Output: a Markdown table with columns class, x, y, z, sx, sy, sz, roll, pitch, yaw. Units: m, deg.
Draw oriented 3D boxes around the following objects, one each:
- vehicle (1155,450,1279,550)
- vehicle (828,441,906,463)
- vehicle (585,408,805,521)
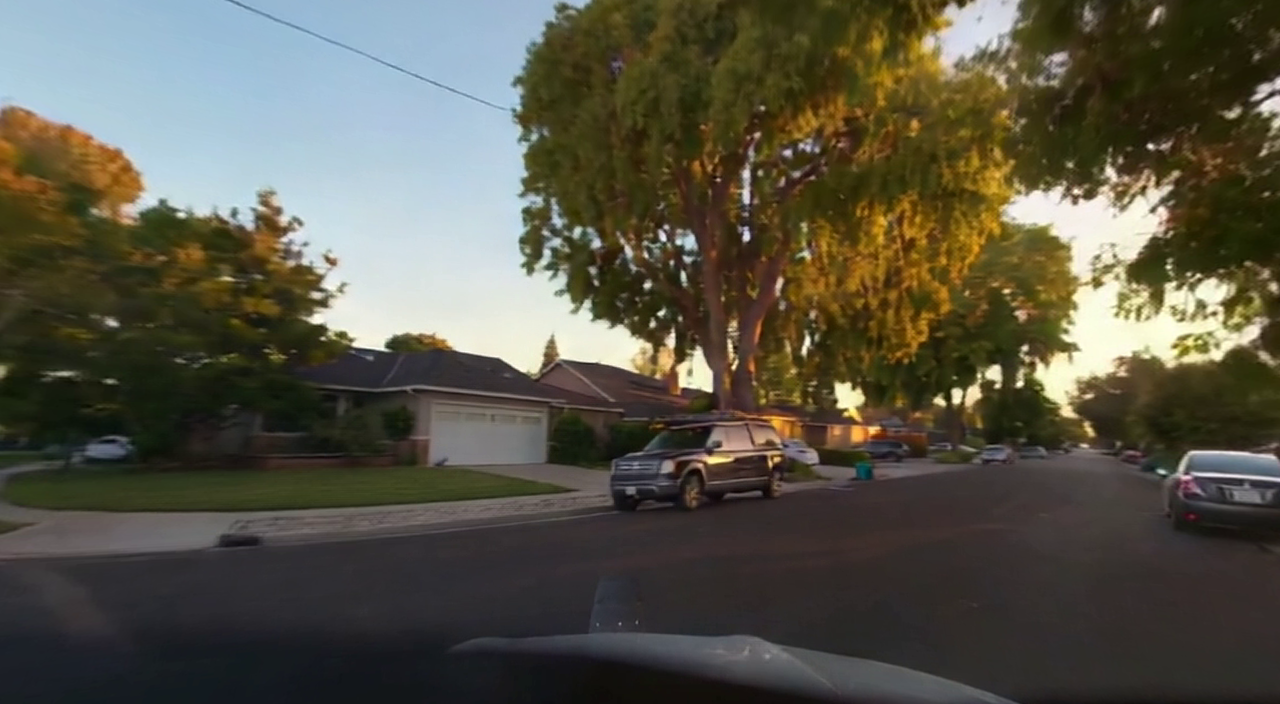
| class | x | y | z | sx | sy | sz | roll | pitch | yaw |
| --- | --- | --- | --- | --- | --- | --- | --- | --- | --- |
| vehicle | 10.669 | 2.481 | 11.216 | 1.959 | 1.431 | 4.647 | -6 | -11 | 36 |
| vehicle | 16.818 | 7.393 | 46.792 | 4.977 | 1.558 | 2.079 | -6 | -11 | 37 |
| vehicle | 1.592 | 2.578 | 14.847 | 2.337 | 2.084 | 6.088 | -7 | -11 | 35 |
